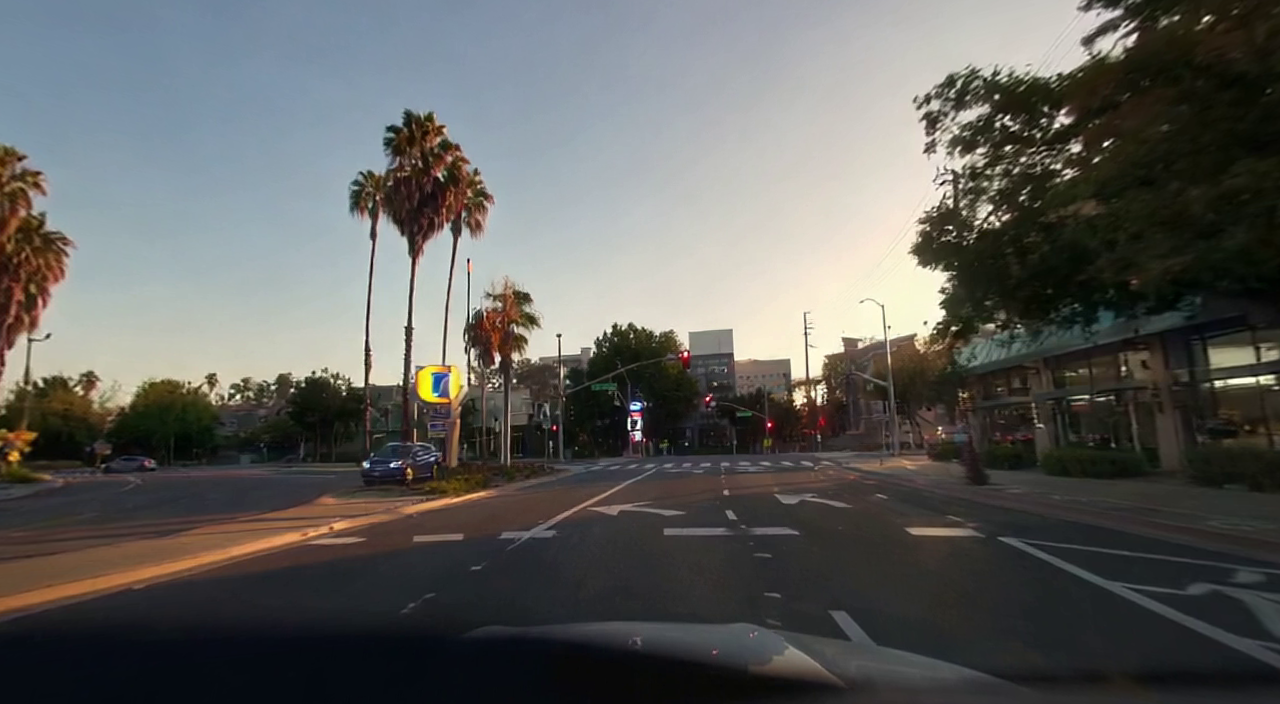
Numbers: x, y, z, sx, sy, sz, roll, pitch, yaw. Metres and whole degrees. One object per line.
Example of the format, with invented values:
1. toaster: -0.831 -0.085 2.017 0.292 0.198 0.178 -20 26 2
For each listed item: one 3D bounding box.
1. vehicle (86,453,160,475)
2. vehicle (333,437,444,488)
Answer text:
1. vehicle: -39.791 8.617 48.640 4.089 1.517 2.014 -2 -9 6
2. vehicle: -9.893 4.385 25.308 2.109 1.816 4.670 -2 -9 6
